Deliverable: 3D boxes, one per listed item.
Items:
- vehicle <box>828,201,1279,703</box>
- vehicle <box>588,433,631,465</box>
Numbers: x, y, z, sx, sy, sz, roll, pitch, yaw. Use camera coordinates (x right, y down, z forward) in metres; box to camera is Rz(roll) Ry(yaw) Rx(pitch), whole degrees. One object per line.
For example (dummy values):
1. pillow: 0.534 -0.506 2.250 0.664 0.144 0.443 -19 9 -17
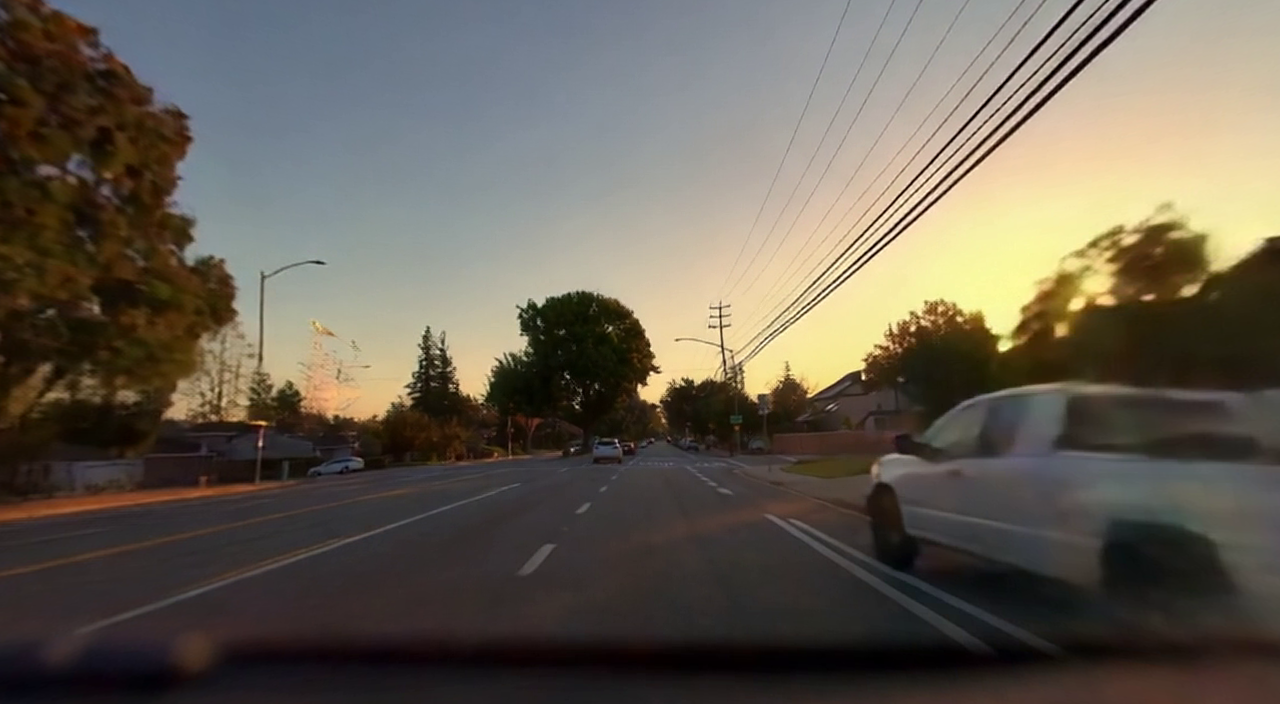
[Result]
1. vehicle: 3.596 0.911 4.517 2.622 2.137 6.267 2 -9 0
2. vehicle: -1.818 6.031 39.288 2.327 1.861 4.941 -1 -8 2
